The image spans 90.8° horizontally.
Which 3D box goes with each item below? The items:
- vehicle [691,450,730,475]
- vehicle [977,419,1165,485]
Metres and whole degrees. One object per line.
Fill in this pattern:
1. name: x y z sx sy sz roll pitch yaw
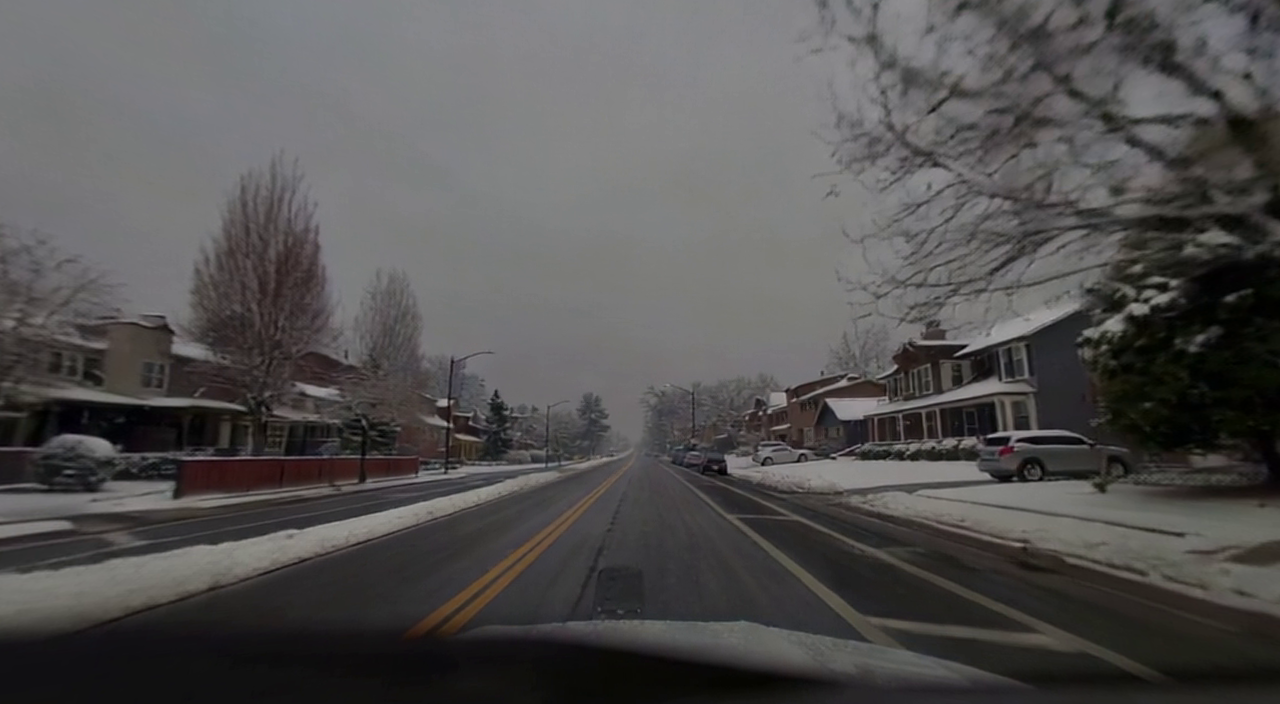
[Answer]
1. vehicle: 4.748 7.531 43.135 1.971 1.558 4.895 0 -10 -1
2. vehicle: 14.010 3.237 20.754 4.682 1.956 2.001 -1 -6 -2
